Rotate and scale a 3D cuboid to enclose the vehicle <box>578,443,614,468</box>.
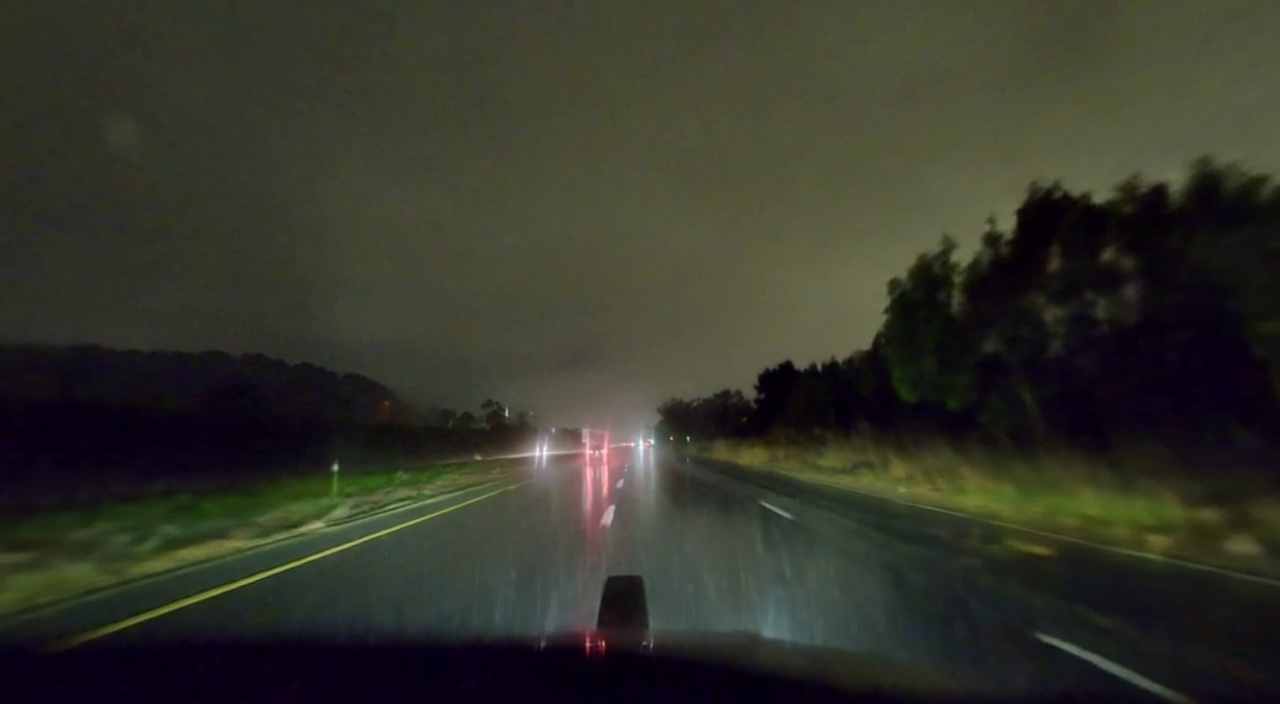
[{"bbox_3d":[-2.654,6.409,39.285,1.991,1.475,4.302,0,-8,-1],"label":"vehicle"}]
